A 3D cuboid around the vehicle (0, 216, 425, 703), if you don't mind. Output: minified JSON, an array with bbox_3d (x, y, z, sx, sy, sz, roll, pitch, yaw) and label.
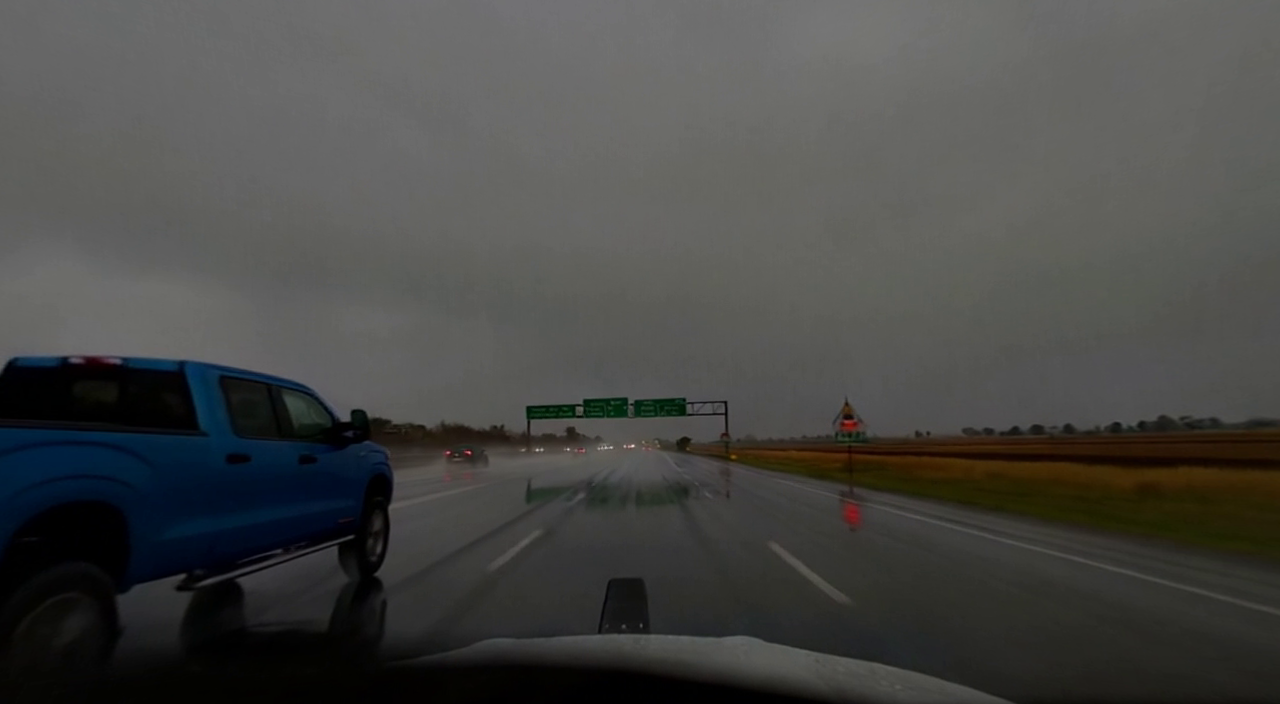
[{"bbox_3d":[-3.606,0.722,3.455,2.601,2.084,6.068,0,-8,1],"label":"vehicle"}]

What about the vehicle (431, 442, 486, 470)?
[{"bbox_3d":[-10.860,6.266,38.119,1.957,1.565,4.311,0,-8,1],"label":"vehicle"}]
